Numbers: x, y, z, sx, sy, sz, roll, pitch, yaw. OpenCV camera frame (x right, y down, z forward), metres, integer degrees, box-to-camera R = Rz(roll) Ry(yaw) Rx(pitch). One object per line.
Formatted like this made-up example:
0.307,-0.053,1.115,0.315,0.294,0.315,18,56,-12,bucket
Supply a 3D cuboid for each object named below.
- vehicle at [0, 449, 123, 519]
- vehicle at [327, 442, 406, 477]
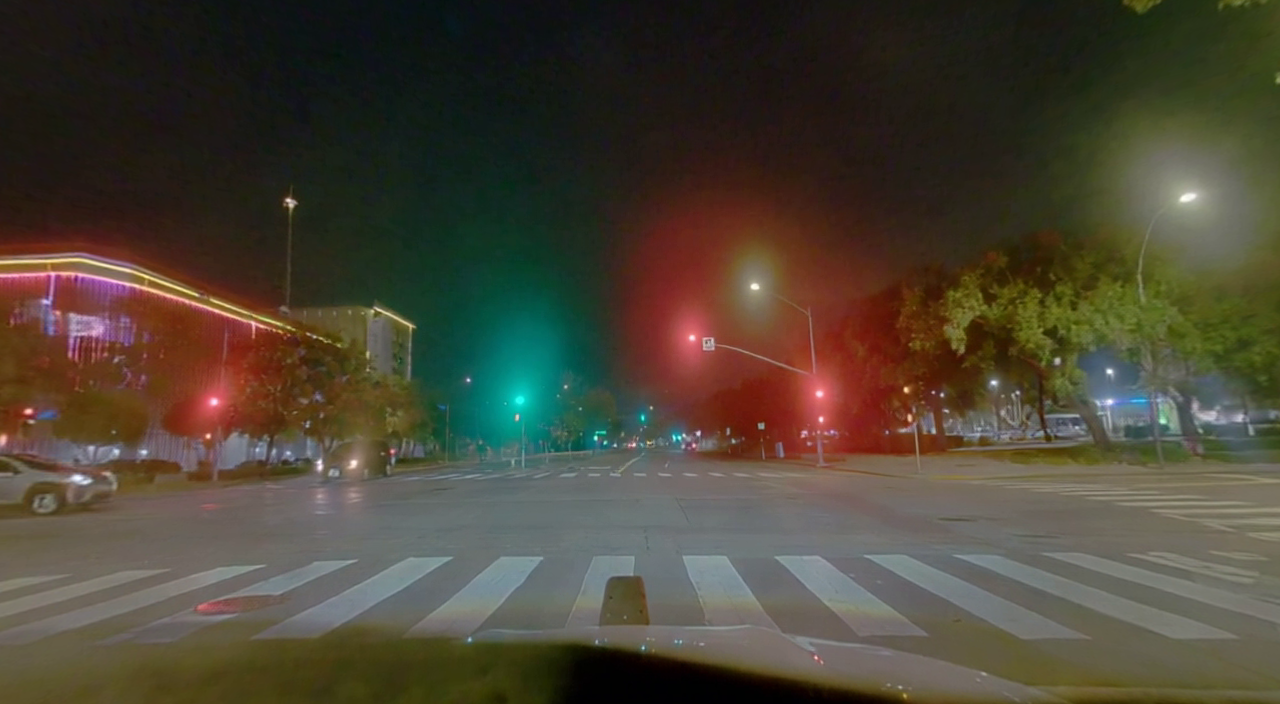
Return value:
-16.686,3.373,16.259,4.569,1.658,2.153,2,-9,-12,vehicle
-14.845,5.814,34.532,2.169,1.753,4.640,0,-8,1,vehicle
